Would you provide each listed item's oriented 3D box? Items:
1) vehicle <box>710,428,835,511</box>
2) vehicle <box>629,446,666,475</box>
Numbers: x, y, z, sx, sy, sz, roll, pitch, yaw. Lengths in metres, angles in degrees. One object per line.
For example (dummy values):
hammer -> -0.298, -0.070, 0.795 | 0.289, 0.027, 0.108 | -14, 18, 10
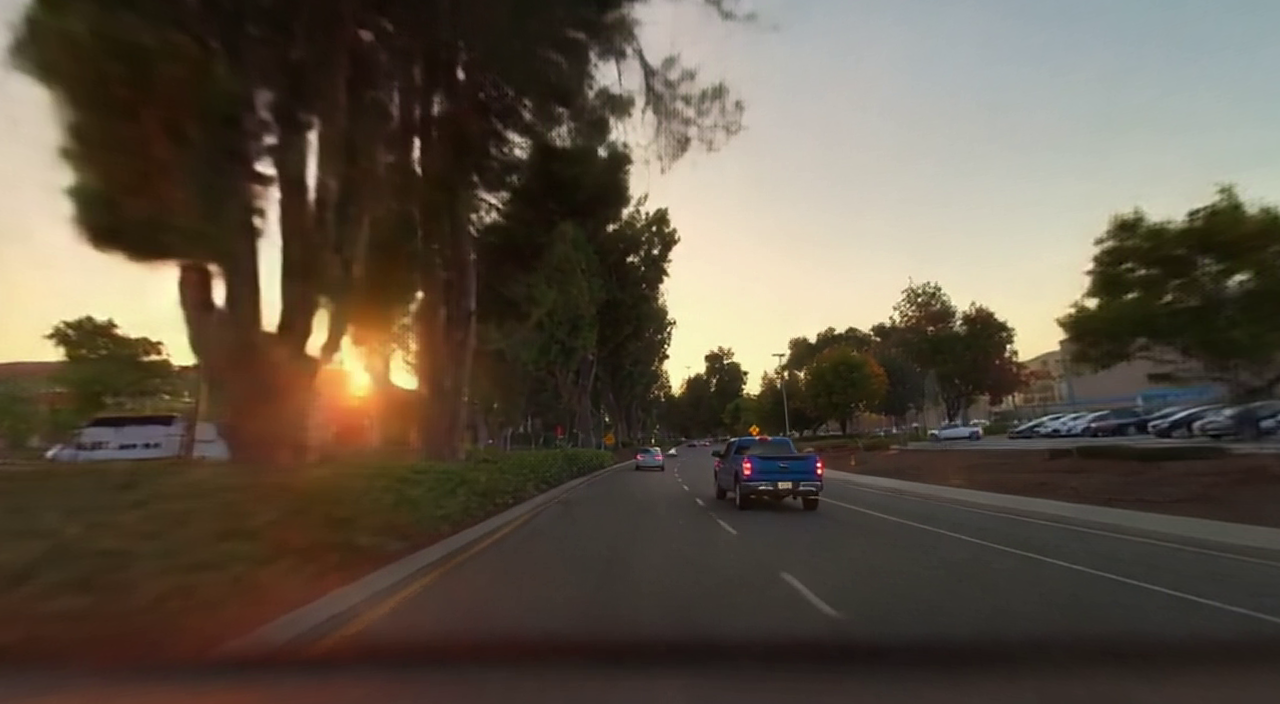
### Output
vehicle -> 3.478, 3.230, 17.869 | 2.367, 1.919, 5.651 | 0, -9, 1
vehicle -> 0.461, 6.218, 36.307 | 1.968, 1.521, 4.262 | 0, -9, 1
